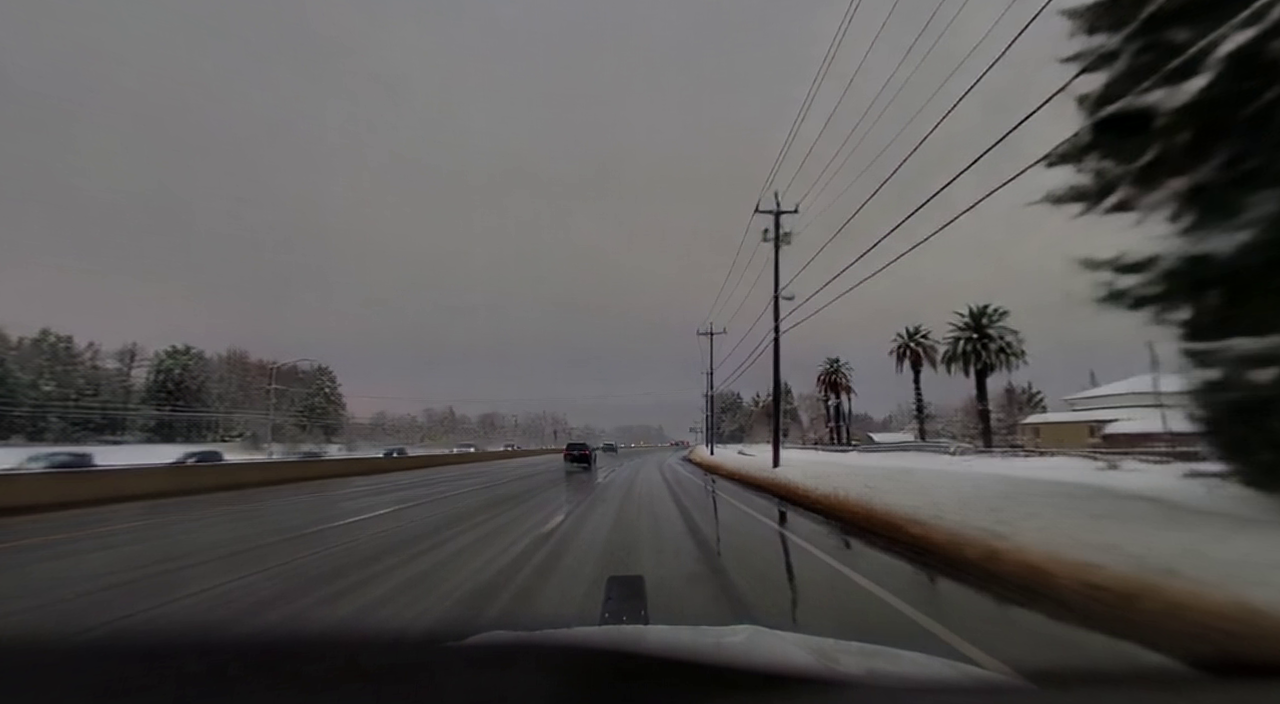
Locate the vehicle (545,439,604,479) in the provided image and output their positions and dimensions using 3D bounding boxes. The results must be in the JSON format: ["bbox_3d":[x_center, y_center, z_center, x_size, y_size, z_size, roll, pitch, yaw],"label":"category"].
[{"bbox_3d":[-2.786,4.661,27.687,2.029,1.609,3.935,0,-9,1],"label":"vehicle"}]

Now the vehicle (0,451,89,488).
[{"bbox_3d":[-27.456,5.154,28.008,1.857,1.489,4.473,0,-9,0],"label":"vehicle"}]
